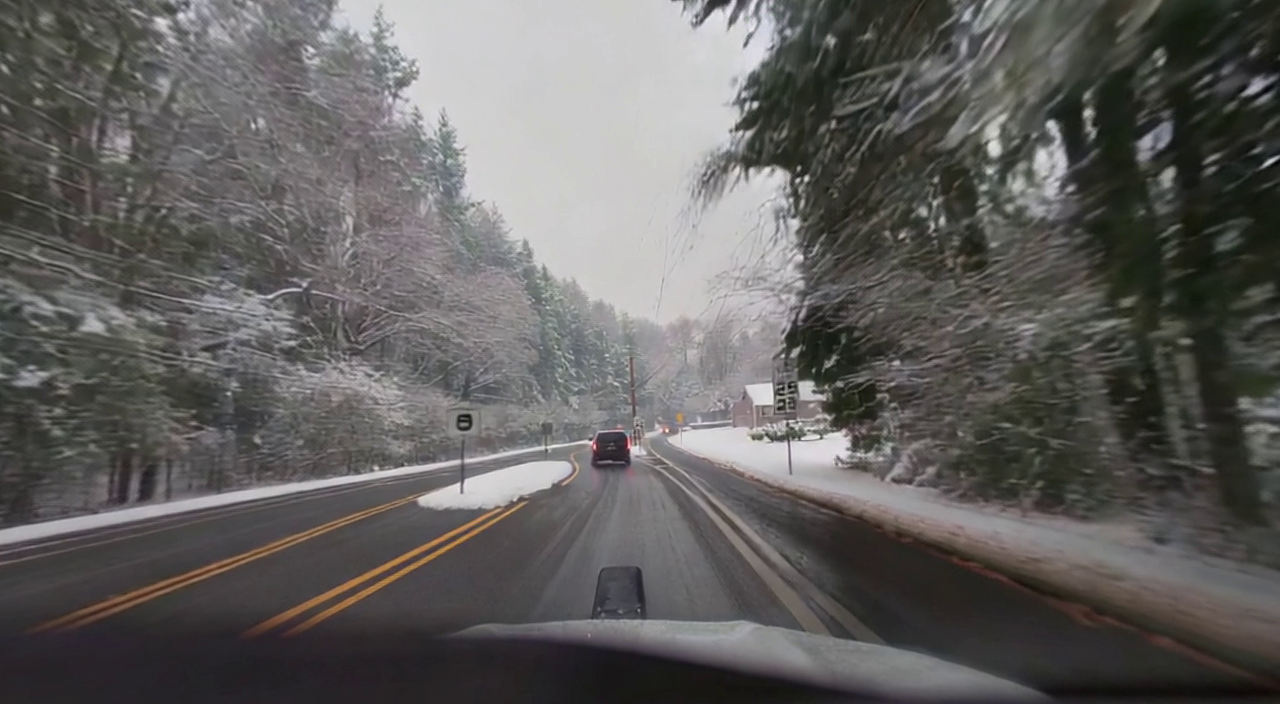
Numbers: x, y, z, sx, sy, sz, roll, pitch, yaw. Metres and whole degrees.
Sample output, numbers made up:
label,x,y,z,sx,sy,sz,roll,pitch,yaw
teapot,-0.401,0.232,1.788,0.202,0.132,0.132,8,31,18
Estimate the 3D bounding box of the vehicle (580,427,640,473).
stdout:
label,x,y,z,sx,sy,sz,roll,pitch,yaw
vehicle,-1.259,3.949,25.681,2.216,1.708,4.110,0,-8,-4
